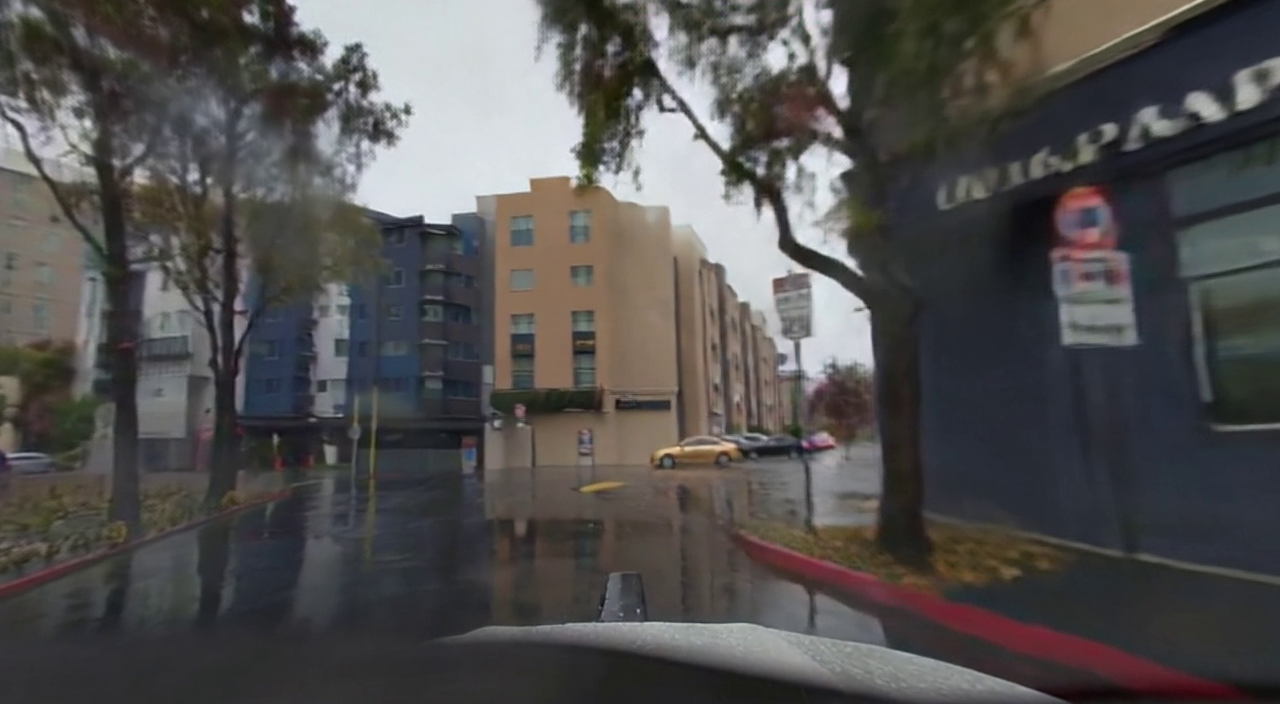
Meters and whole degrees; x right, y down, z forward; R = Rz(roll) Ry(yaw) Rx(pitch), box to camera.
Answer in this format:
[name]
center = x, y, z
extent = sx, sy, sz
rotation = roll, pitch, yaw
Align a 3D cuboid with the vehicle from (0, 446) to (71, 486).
[vehicle]
center = -35.169, 6.502, 36.239
extent = 1.870, 1.563, 4.039
rotation = 18, -11, -19
